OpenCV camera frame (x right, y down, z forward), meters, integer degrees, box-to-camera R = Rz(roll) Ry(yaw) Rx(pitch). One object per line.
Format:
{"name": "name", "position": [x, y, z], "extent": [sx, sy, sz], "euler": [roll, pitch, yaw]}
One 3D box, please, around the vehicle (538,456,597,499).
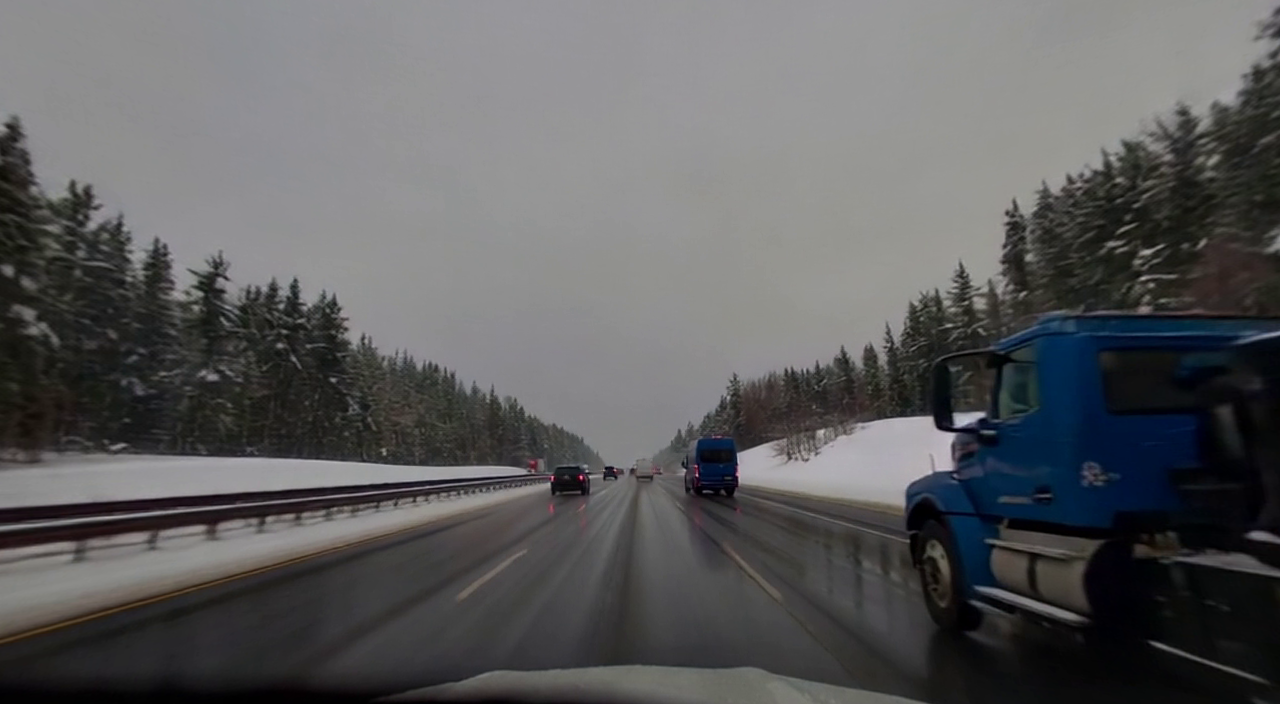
{"name": "vehicle", "position": [-3.310, 5.906, 29.821], "extent": [2.204, 1.852, 4.661], "euler": [1, -11, 0]}

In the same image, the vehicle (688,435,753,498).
{"name": "vehicle", "position": [4.072, 5.976, 32.876], "extent": [2.703, 2.988, 5.097], "euler": [1, -11, 0]}
